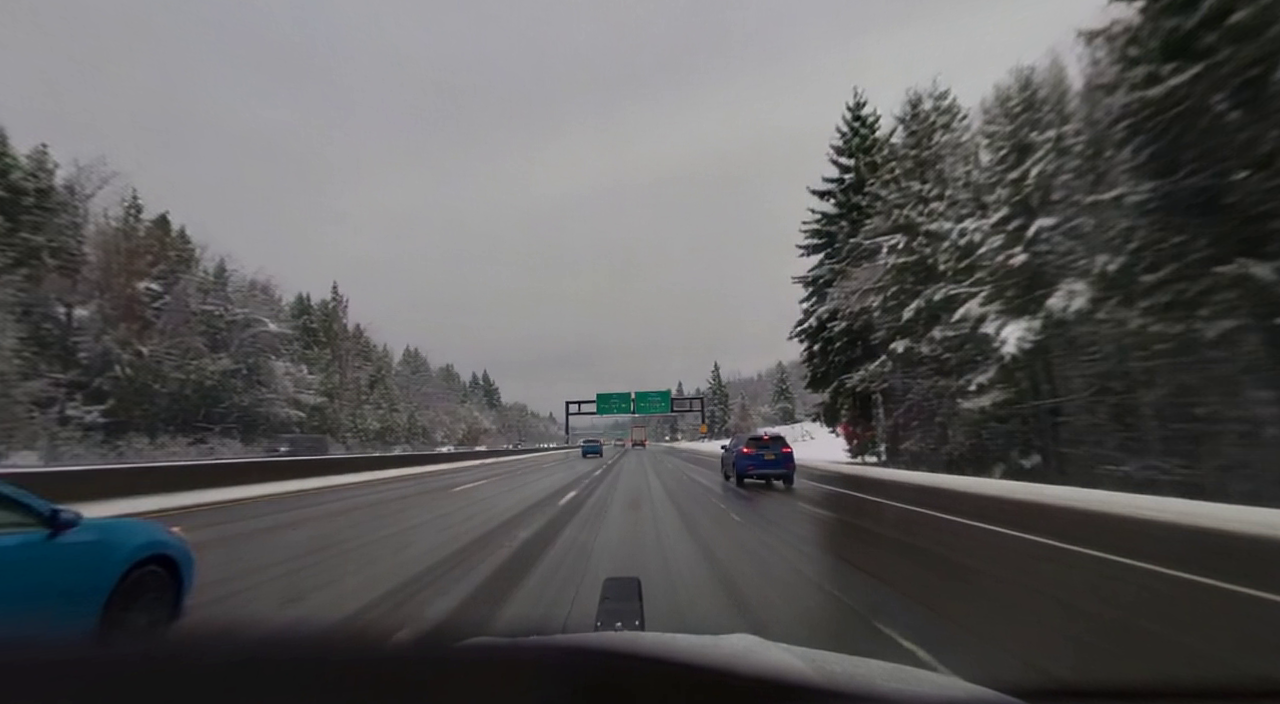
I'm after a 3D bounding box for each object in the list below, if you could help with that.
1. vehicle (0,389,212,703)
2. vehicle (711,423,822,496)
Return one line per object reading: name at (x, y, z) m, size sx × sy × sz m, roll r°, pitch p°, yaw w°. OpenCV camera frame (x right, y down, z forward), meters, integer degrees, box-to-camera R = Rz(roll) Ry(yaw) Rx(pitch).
vehicle at (-4.005, 0.797, 1.799) m, size 2.118 × 1.573 × 4.940 m, roll 0°, pitch -9°, yaw 0°
vehicle at (3.243, 2.860, 17.093) m, size 2.053 × 1.714 × 4.097 m, roll 0°, pitch -9°, yaw -1°
